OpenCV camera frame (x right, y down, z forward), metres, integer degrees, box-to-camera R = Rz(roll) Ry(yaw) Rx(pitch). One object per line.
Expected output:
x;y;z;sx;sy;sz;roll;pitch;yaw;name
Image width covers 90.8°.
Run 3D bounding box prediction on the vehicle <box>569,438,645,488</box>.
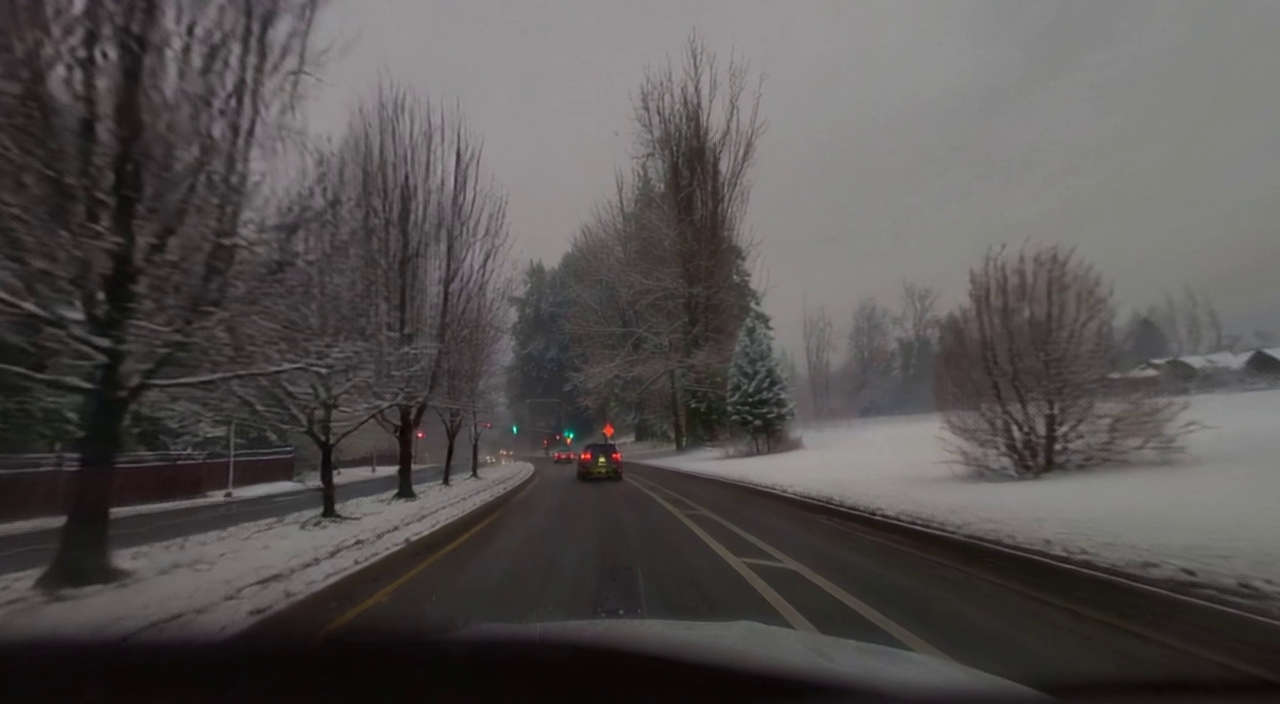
-1.269;3.764;21.829;2.266;1.508;4.430;1;-8;-7;vehicle
